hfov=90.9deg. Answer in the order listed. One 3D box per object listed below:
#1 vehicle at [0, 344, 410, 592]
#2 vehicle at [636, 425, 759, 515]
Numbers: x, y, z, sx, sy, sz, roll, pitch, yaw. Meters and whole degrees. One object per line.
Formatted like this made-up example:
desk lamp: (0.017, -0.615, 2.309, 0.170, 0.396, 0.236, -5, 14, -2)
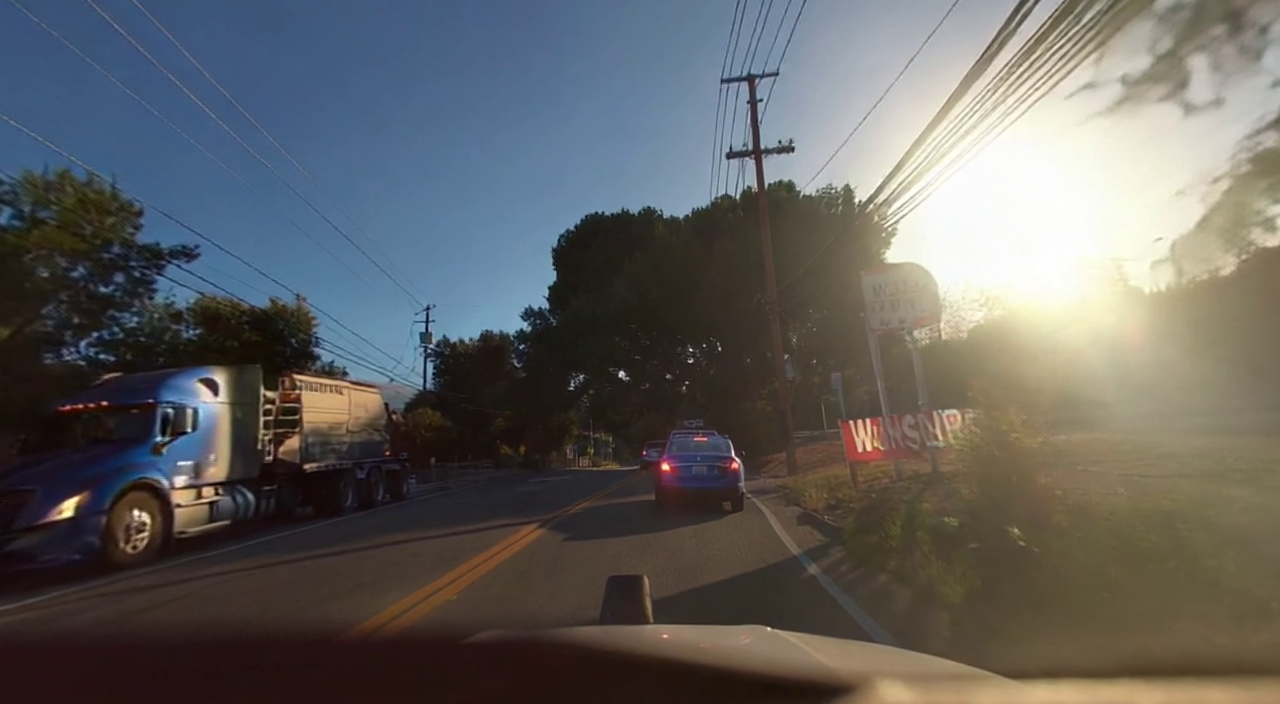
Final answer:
vehicle: (-8.087, 1.943, 12.132, 3.395, 3.071, 7.634, -7, -6, 8)
vehicle: (1.074, 2.277, 12.616, 2.081, 1.503, 3.726, -1, -8, 3)
